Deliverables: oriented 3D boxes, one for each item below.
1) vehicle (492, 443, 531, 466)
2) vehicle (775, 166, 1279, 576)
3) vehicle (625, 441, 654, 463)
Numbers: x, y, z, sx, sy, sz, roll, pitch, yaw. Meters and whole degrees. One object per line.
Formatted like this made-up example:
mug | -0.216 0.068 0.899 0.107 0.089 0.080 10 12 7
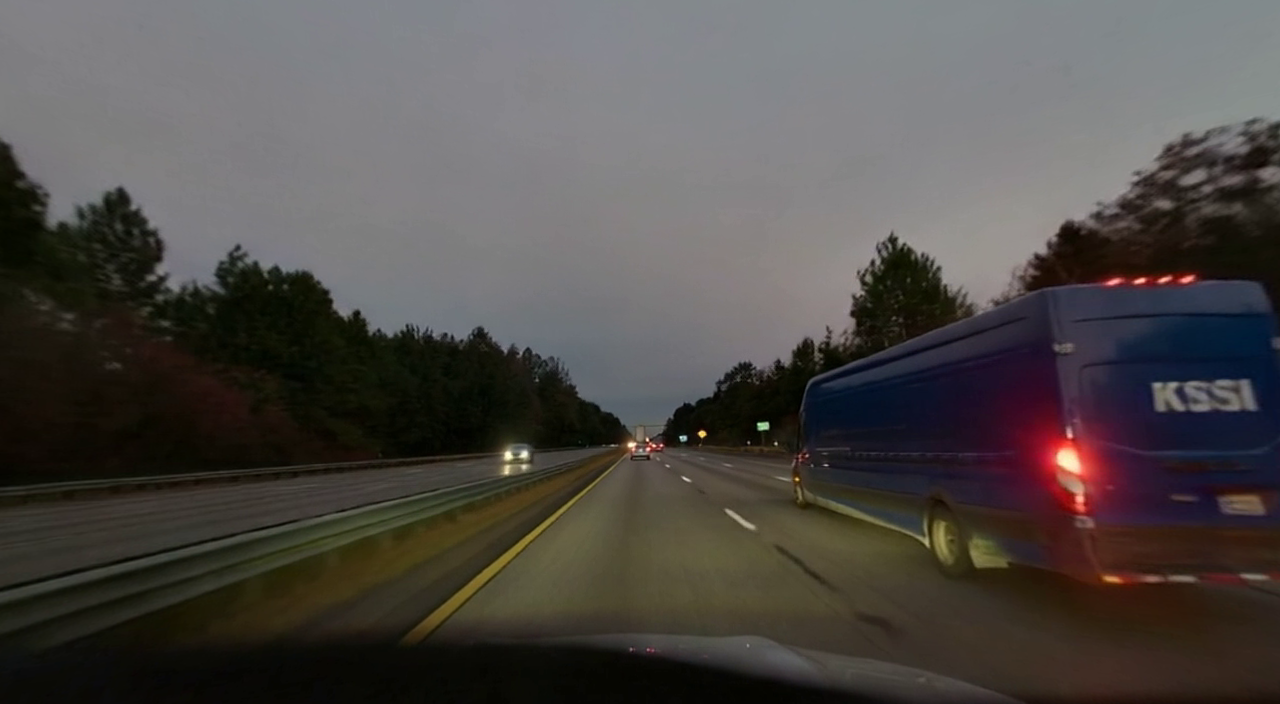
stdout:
vehicle | -9.494 7.618 46.959 1.935 1.569 4.778 0 -8 0
vehicle | 7.008 1.387 14.878 3.479 4.156 17.231 0 -9 -1
vehicle | -0.039 7.557 47.827 2.121 1.590 4.434 0 -8 0
